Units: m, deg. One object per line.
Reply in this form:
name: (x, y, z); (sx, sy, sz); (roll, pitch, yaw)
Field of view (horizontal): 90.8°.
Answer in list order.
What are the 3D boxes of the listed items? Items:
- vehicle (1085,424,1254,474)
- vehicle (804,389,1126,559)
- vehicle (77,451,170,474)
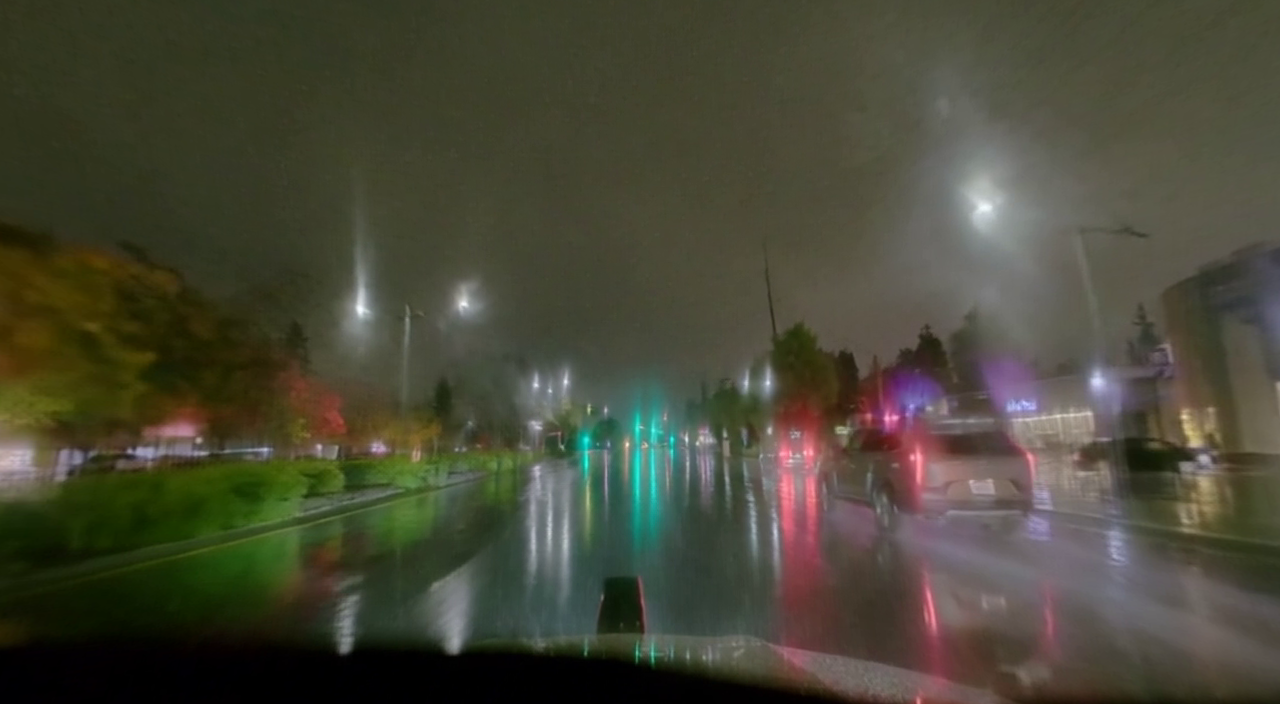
vehicle: (20.511, 3.753, 24.650); (1.929, 1.748, 4.717); (8, -11, -43)
vehicle: (4.462, 1.793, 9.978); (2.185, 1.956, 5.128); (0, -8, -2)
vehicle: (-33.094, 7.097, 40.555); (4.463, 1.411, 1.779); (0, -8, 2)
